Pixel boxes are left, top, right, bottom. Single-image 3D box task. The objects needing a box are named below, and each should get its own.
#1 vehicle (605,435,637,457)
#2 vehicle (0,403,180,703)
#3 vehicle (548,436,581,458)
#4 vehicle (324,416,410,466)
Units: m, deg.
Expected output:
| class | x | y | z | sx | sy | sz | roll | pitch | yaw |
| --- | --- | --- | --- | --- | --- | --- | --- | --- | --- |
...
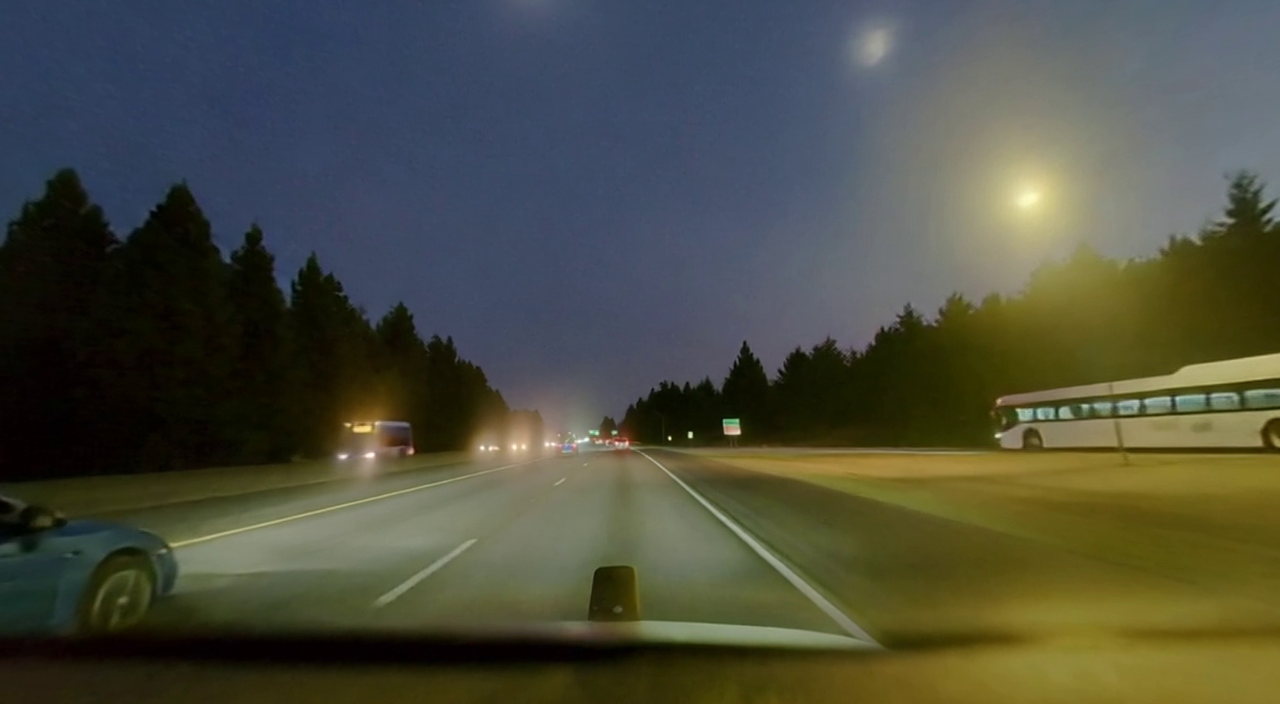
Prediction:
| class | x | y | z | sx | sy | sz | roll | pitch | yaw |
| --- | --- | --- | --- | --- | --- | --- | --- | --- | --- |
| vehicle | -1.315 | 6.524 | 43.991 | 2.162 | 1.460 | 4.242 | 0 | -8 | -1 |
| vehicle | -4.041 | 0.863 | 2.077 | 1.958 | 1.477 | 4.121 | 0 | -8 | -1 |
| vehicle | -5.151 | 6.509 | 43.502 | 1.907 | 1.445 | 4.049 | 0 | -8 | -2 |
| vehicle | -17.628 | 5.822 | 41.243 | 2.612 | 2.975 | 6.965 | 0 | -8 | -1 |
